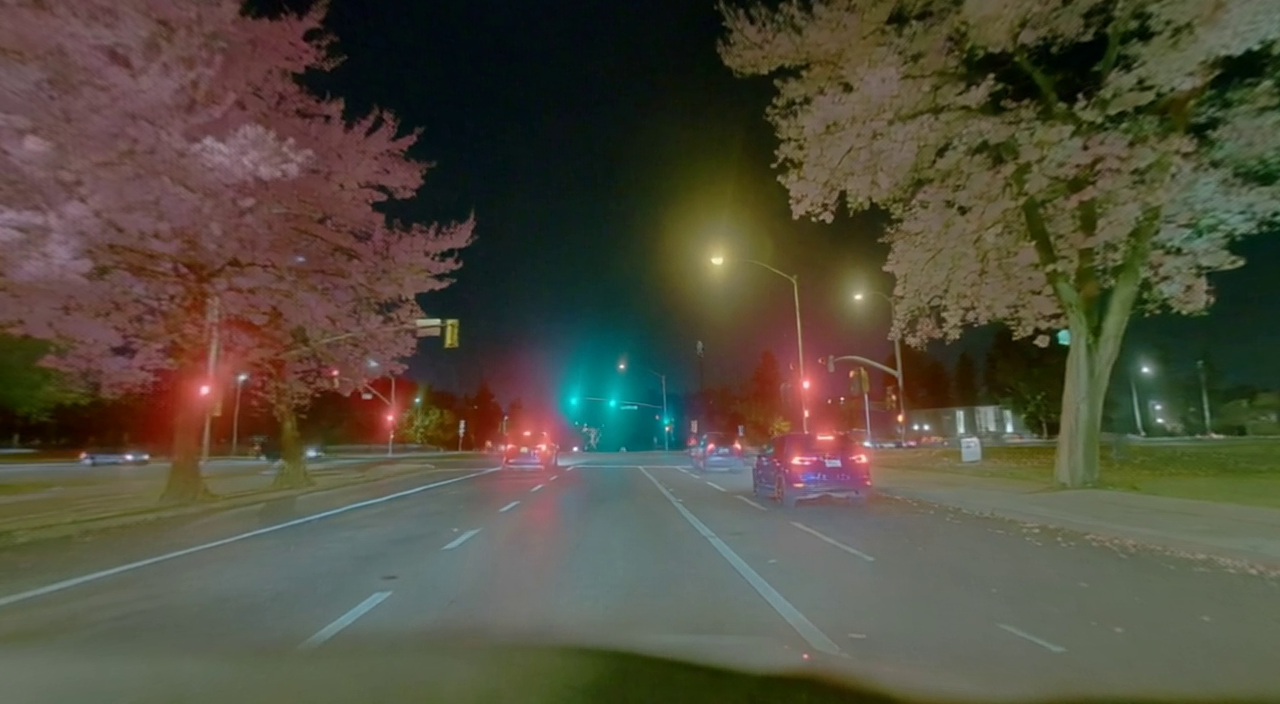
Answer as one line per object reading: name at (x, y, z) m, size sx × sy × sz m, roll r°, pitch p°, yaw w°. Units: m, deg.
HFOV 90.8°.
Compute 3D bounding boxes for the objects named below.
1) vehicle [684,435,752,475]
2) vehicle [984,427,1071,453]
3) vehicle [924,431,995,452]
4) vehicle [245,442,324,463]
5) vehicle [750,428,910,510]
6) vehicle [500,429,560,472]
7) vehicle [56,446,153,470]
vehicle at (3.059, 4.179, 25.814) m, size 2.007 × 1.466 × 4.291 m, roll 0°, pitch -8°, yaw -3°
vehicle at (25.350, 5.786, 41.424) m, size 4.520 × 1.640 × 1.825 m, roll 0°, pitch -8°, yaw -3°
vehicle at (22.769, 6.387, 45.050) m, size 4.097 × 1.436 × 1.739 m, roll 0°, pitch -8°, yaw -3°
vehicle at (-25.490, 7.187, 45.438) m, size 4.549 × 1.439 × 1.794 m, roll 0°, pitch -8°, yaw -3°
vehicle at (3.952, 2.505, 14.042) m, size 2.019 × 1.518 × 4.285 m, roll 0°, pitch -8°, yaw -3°
vehicle at (-4.797, 4.363, 28.153) m, size 1.995 × 1.703 × 4.367 m, roll 0°, pitch -8°, yaw -2°
vehicle at (-35.160, 6.938, 41.563) m, size 4.526 × 1.452 × 1.920 m, roll 0°, pitch -8°, yaw -3°
